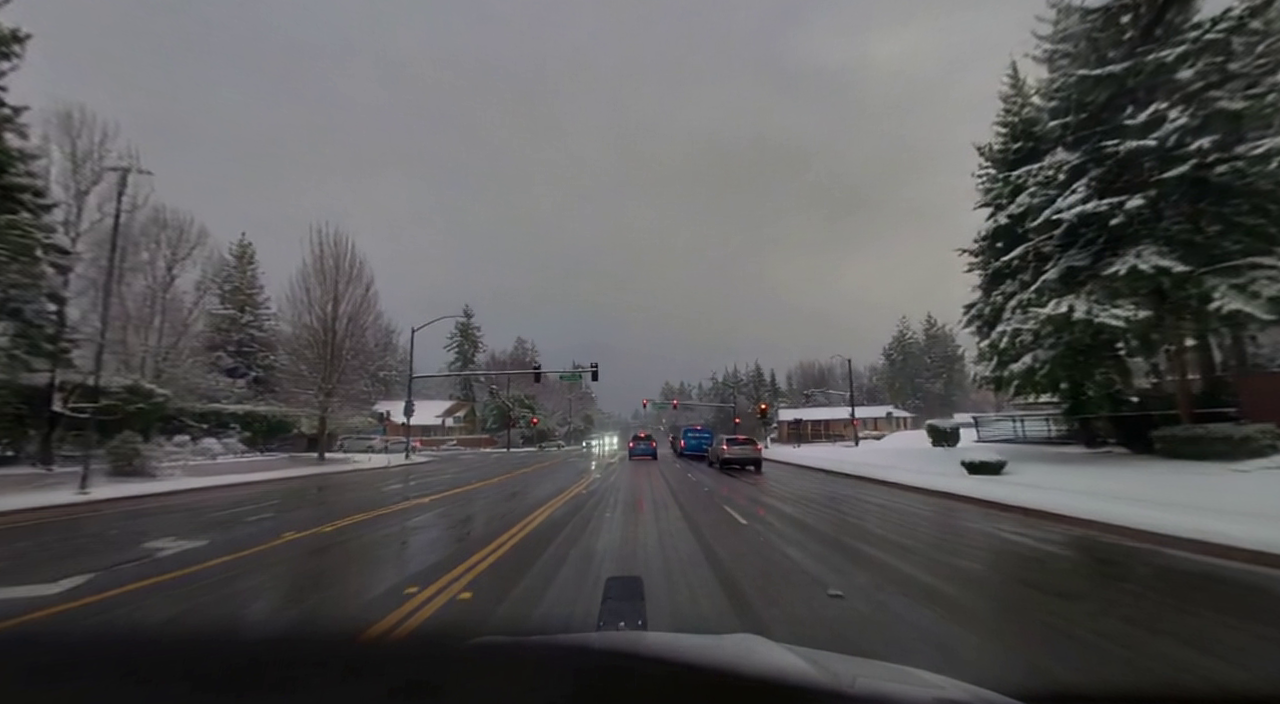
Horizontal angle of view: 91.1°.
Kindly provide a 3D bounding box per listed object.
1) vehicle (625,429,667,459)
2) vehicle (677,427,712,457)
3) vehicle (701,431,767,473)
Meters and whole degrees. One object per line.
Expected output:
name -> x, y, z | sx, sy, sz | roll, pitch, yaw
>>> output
vehicle -> 0.366, 5.440, 37.052 | 2.321, 1.624, 4.367 | 0, -8, 1
vehicle -> 3.623, 6.102, 42.623 | 2.059, 1.924, 4.257 | 0, -8, 0
vehicle -> 3.683, 4.012, 25.326 | 1.934, 1.506, 4.544 | 0, -8, -1
